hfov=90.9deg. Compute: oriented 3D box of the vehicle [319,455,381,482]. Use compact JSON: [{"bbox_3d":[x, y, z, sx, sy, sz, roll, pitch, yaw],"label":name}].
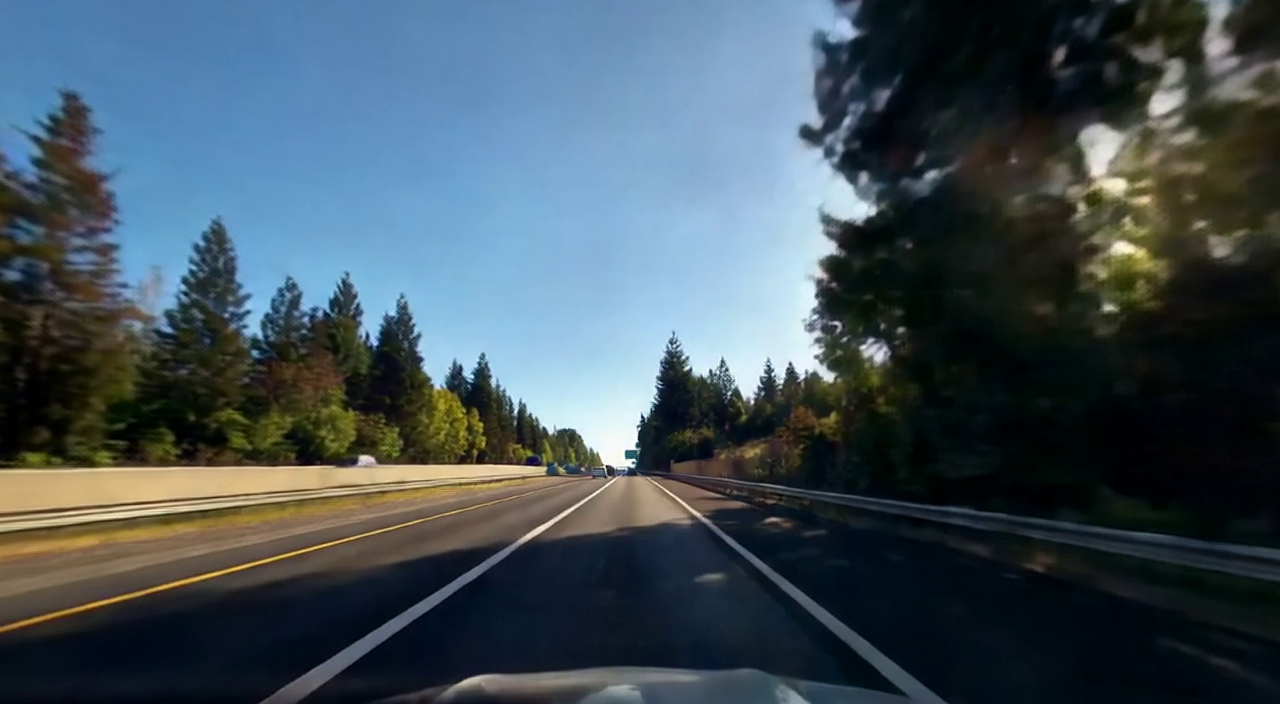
[{"bbox_3d":[-16.733,6.749,36.528,1.731,1.446,3.733,1,-10,0],"label":"vehicle"}]
